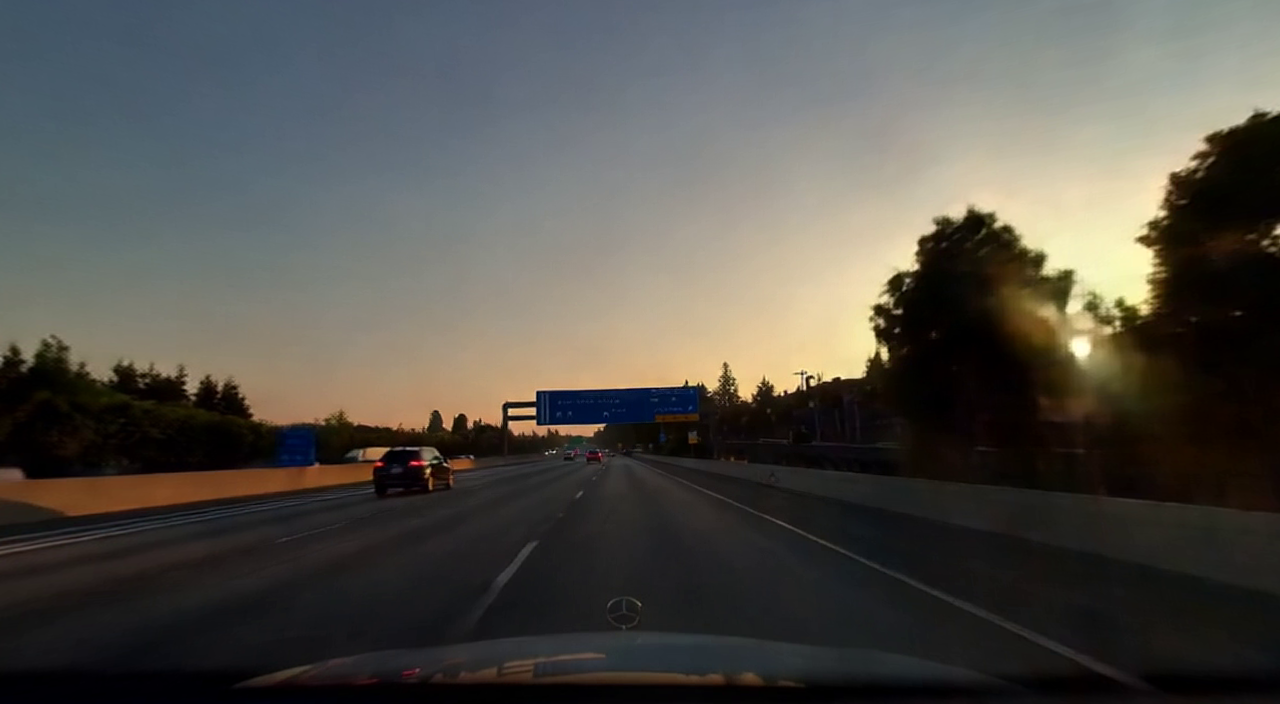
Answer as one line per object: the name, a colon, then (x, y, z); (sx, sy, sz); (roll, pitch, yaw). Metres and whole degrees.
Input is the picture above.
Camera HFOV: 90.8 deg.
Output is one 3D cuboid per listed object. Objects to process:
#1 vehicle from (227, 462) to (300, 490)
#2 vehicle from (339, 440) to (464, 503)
vehicle: (-22.730, 7.486, 38.325); (1.770, 1.467, 4.590); (0, -9, -2)
vehicle: (-6.856, 3.467, 18.689); (2.098, 1.606, 4.227); (0, -9, -1)
